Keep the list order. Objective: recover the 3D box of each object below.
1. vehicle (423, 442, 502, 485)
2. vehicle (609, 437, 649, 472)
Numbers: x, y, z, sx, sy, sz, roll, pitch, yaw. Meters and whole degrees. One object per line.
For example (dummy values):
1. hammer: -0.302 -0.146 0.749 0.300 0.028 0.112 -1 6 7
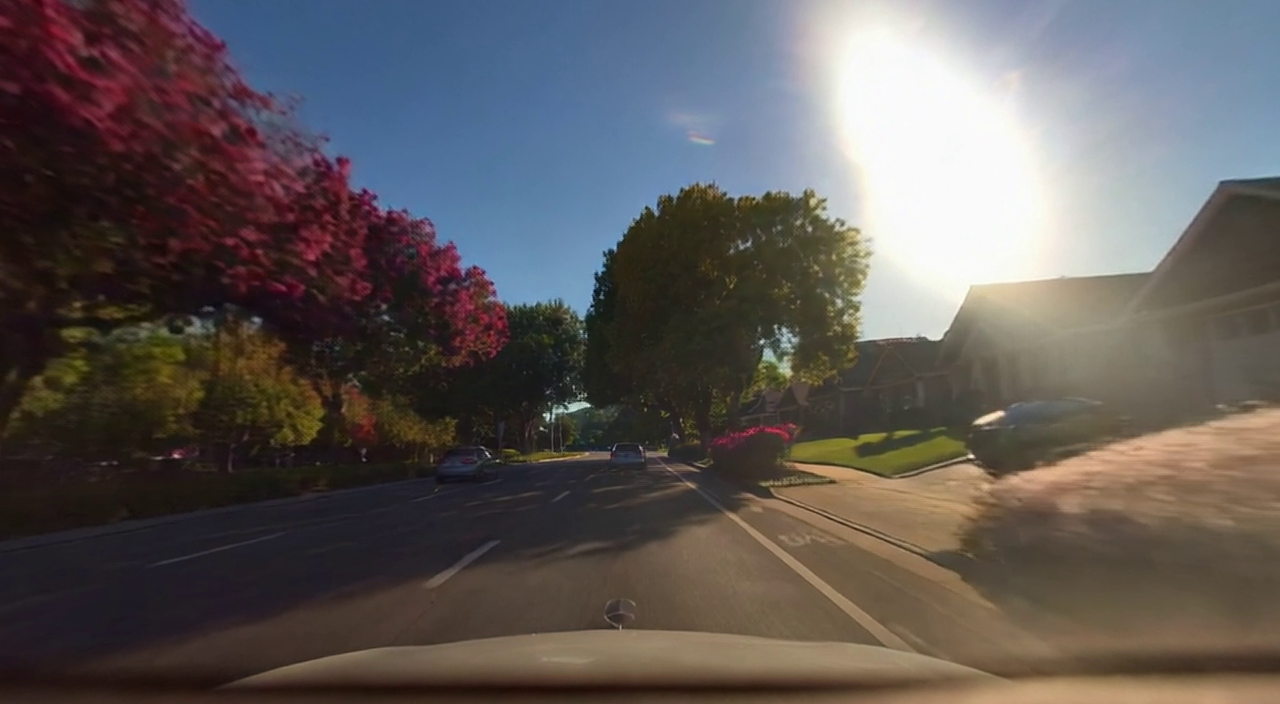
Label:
1. vehicle: -7.418 4.699 26.925 1.993 1.657 4.487 0 -9 1
2. vehicle: -0.571 5.607 34.827 2.070 1.764 4.552 0 -9 0
